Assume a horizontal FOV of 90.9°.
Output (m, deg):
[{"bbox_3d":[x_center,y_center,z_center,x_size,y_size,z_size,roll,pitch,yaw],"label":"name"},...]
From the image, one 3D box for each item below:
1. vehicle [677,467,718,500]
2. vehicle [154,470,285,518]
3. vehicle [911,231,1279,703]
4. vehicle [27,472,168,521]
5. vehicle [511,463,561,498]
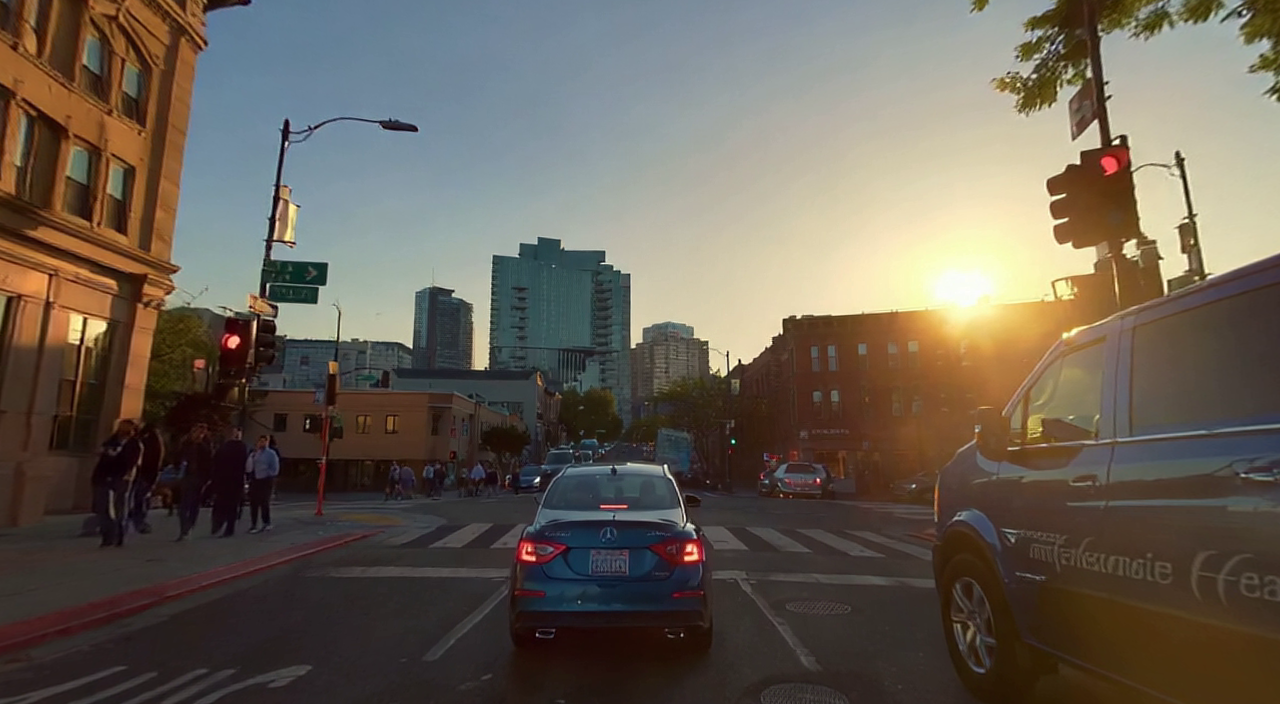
[{"bbox_3d":[3.482,8.039,38.856,1.908,1.741,4.066,0,-9,-3],"label":"vehicle"},{"bbox_3d":[-19.774,6.662,29.754,4.750,2.083,2.002,-1,-9,3],"label":"vehicle"},{"bbox_3d":[3.213,0.541,1.236,2.632,1.979,6.096,0,-9,0],"label":"vehicle"},{"bbox_3d":[-25.463,6.771,29.714,4.588,2.048,2.110,0,-9,1],"label":"vehicle"},{"bbox_3d":[-6.347,7.872,39.013,2.226,1.896,4.438,-1,-9,1],"label":"vehicle"}]
